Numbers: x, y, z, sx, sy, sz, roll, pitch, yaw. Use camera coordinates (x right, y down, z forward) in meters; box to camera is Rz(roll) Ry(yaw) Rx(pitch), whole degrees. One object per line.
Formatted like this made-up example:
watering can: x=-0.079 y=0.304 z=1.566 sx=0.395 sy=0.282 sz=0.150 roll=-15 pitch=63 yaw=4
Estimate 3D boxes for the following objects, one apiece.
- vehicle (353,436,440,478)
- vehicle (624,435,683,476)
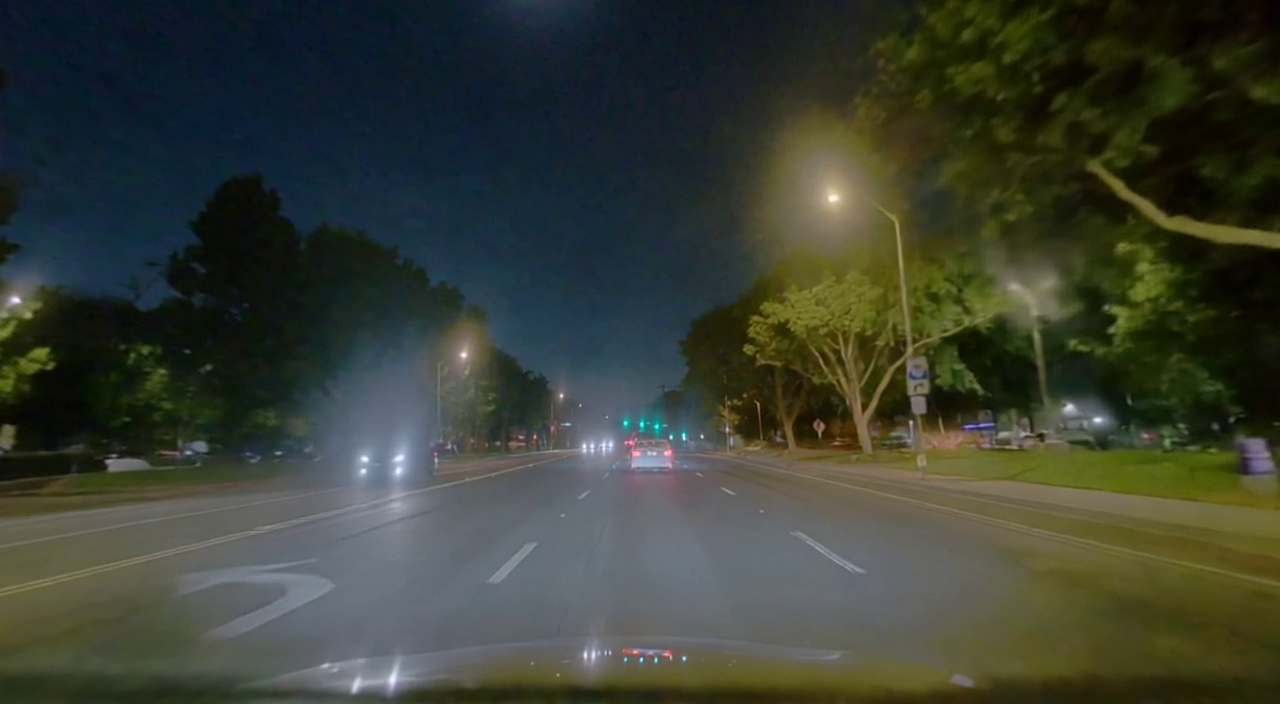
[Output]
vehicle: x=-11.921 y=5.152 z=31.295 sx=2.259 sy=1.867 sz=4.875 roll=0 pitch=-8 yaw=1
vehicle: x=0.444 y=3.942 z=24.237 sx=2.093 sy=1.442 sz=3.977 roll=0 pitch=-8 yaw=-1
